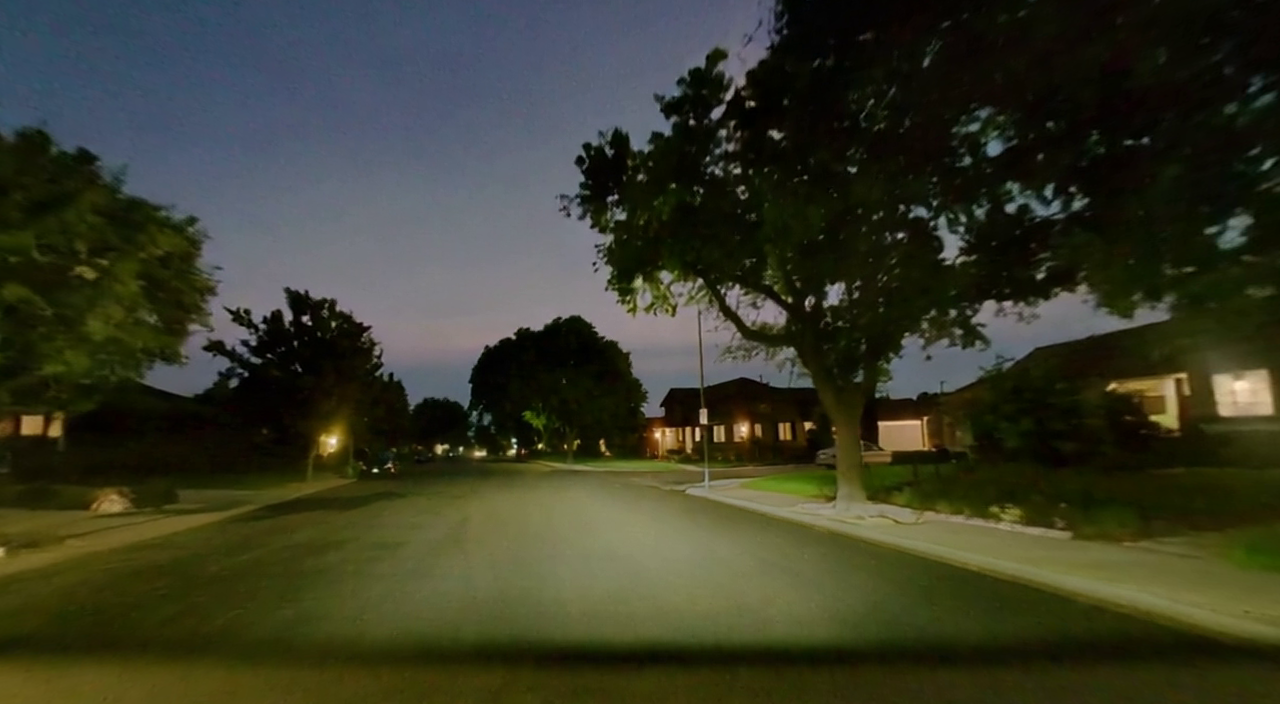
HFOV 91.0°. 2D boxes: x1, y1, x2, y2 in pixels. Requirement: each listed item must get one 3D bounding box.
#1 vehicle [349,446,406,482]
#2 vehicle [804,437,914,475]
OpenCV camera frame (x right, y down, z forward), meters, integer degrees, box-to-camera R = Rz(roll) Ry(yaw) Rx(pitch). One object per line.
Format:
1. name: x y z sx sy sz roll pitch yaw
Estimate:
1. vehicle: -12.783 5.454 30.864 1.938 1.499 4.290 -1 -9 -14
2. vehicle: 11.120 5.236 32.044 4.933 1.817 2.014 2 -8 -17
